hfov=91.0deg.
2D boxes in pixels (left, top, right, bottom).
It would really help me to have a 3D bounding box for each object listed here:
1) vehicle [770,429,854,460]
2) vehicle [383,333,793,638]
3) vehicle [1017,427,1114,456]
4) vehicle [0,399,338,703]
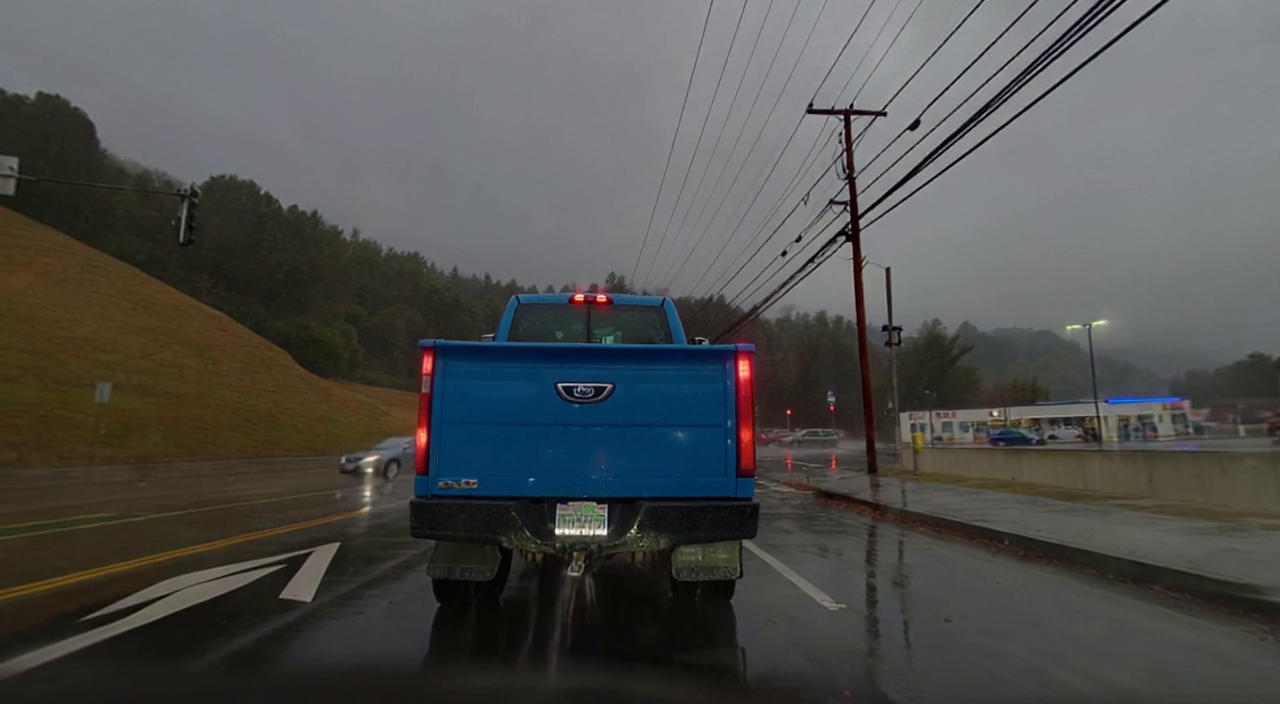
[{"bbox_3d":[11.709,6.269,42.520,6.346,1.917,2.360,8,-11,-41],"label":"vehicle"},{"bbox_3d":[-0.415,1.324,7.217,2.859,2.144,5.406,0,-9,-1],"label":"vehicle"},{"bbox_3d":[25.578,5.391,37.932,4.419,1.496,1.854,-2,-9,1],"label":"vehicle"},{"bbox_3d":[-3.953,1.191,3.991,2.017,1.555,4.150,-1,-9,0],"label":"vehicle"}]
